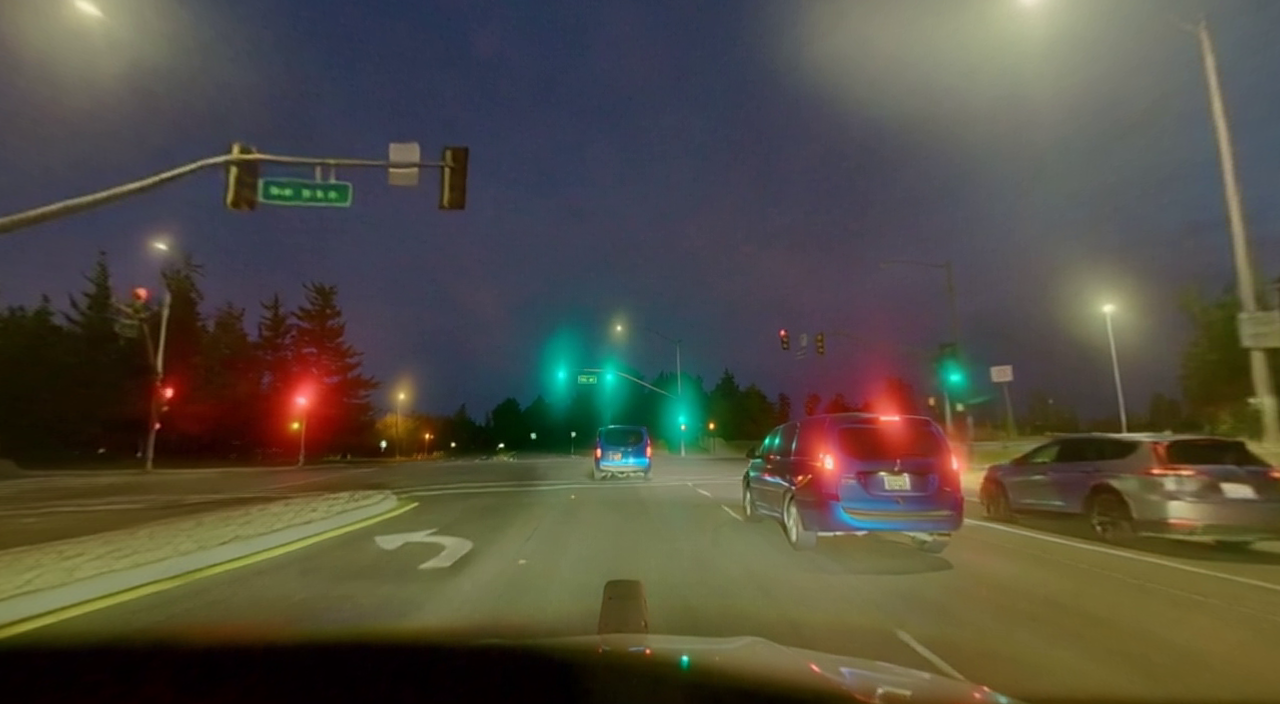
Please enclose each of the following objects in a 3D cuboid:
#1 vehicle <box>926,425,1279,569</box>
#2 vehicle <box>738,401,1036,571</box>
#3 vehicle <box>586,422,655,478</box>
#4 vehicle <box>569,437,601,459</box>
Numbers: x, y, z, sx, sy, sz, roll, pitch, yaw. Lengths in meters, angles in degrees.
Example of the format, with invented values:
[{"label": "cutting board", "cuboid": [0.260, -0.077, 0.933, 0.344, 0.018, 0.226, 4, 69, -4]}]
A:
[{"label": "vehicle", "cuboid": [6.393, 1.873, 9.085, 2.124, 1.474, 4.880, 0, -8, -2]}, {"label": "vehicle", "cuboid": [2.845, 1.670, 8.662, 2.024, 1.686, 4.588, 0, -8, -3]}, {"label": "vehicle", "cuboid": [-0.837, 3.579, 23.242, 2.185, 1.822, 4.583, 1, -8, -6]}, {"label": "vehicle", "cuboid": [-3.977, 6.874, 45.168, 1.887, 1.458, 4.275, 1, -8, -10]}]
